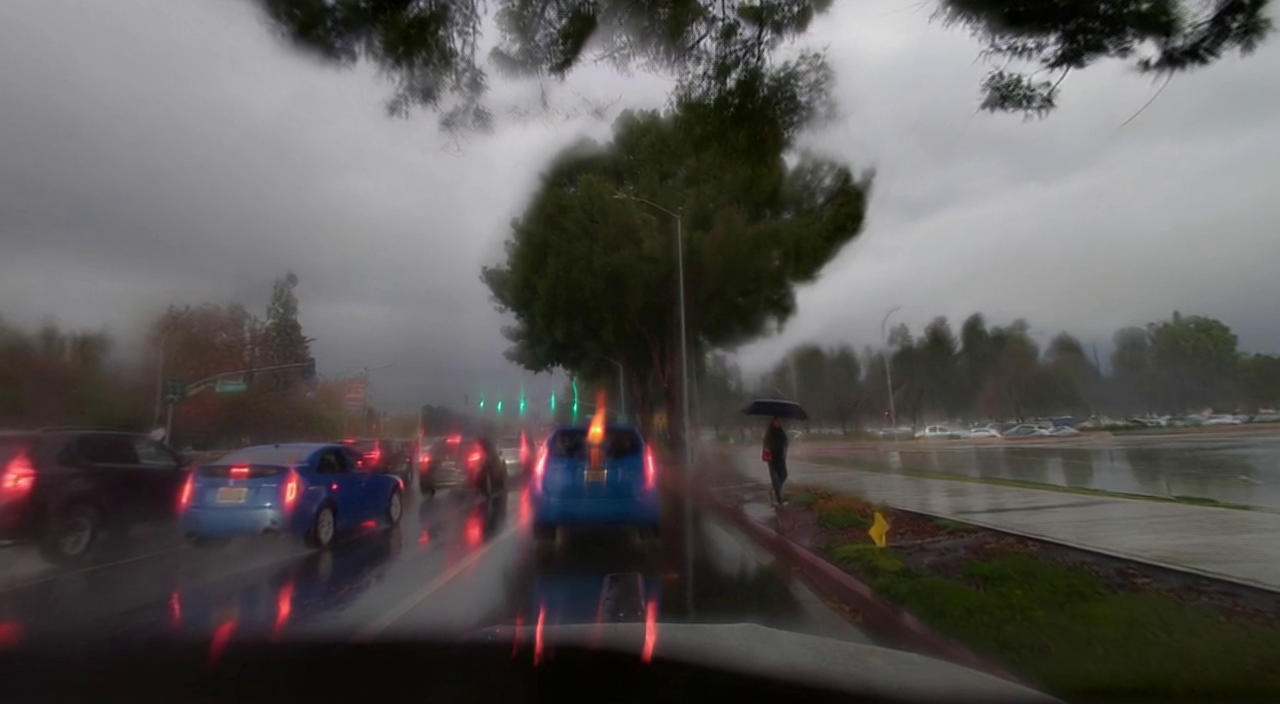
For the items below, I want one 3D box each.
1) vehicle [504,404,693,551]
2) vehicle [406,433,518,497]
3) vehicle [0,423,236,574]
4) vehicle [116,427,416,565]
[{"bbox_3d":[-0.578,1.893,10.145,2.368,1.829,4.293,0,-9,-2],"label":"vehicle"},{"bbox_3d":[-5.458,3.515,20.084,2.188,1.774,4.477,0,-9,0],"label":"vehicle"},{"bbox_3d":[-8.802,2.100,9.751,2.013,1.826,4.592,0,-9,0],"label":"vehicle"},{"bbox_3d":[-5.404,2.109,10.067,2.010,1.674,4.484,0,-9,0],"label":"vehicle"}]
